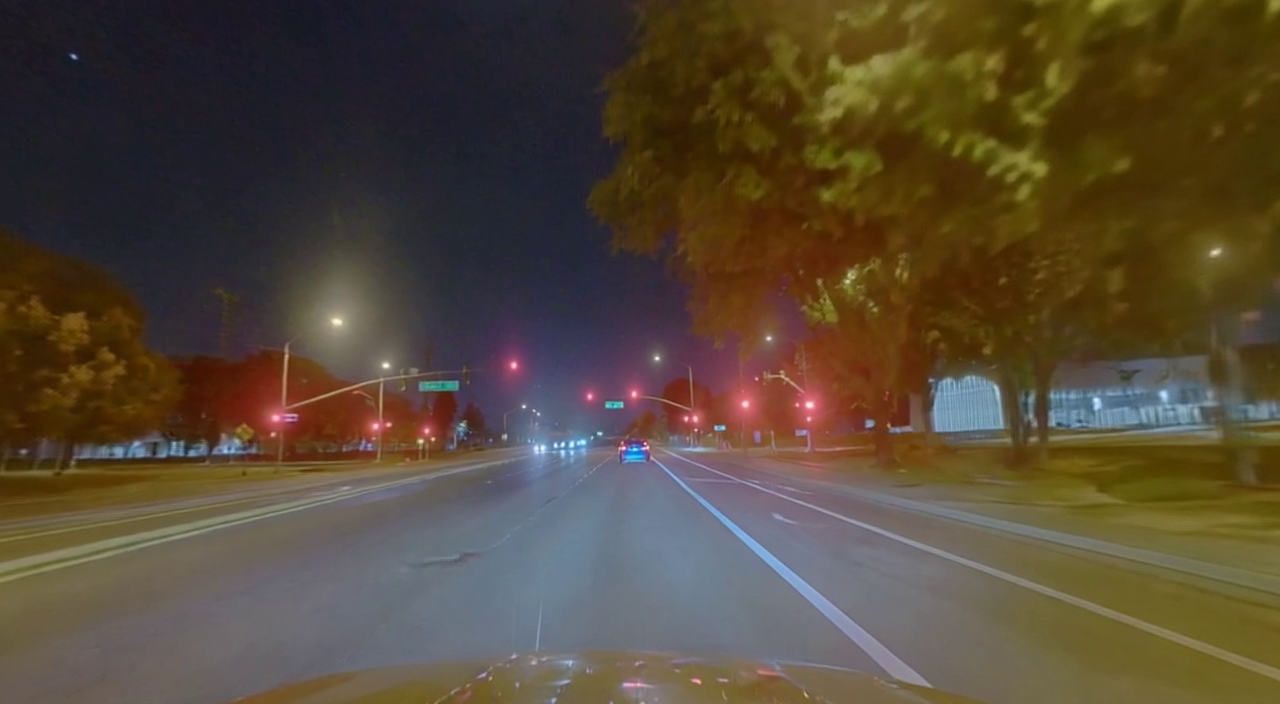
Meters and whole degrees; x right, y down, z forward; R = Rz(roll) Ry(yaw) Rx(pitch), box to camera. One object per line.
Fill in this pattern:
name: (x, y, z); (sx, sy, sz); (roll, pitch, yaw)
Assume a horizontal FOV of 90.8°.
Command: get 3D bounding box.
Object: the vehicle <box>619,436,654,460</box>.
vehicle: (-0.224, 6.099, 40.116); (2.107, 1.470, 3.974); (0, -9, -1)
